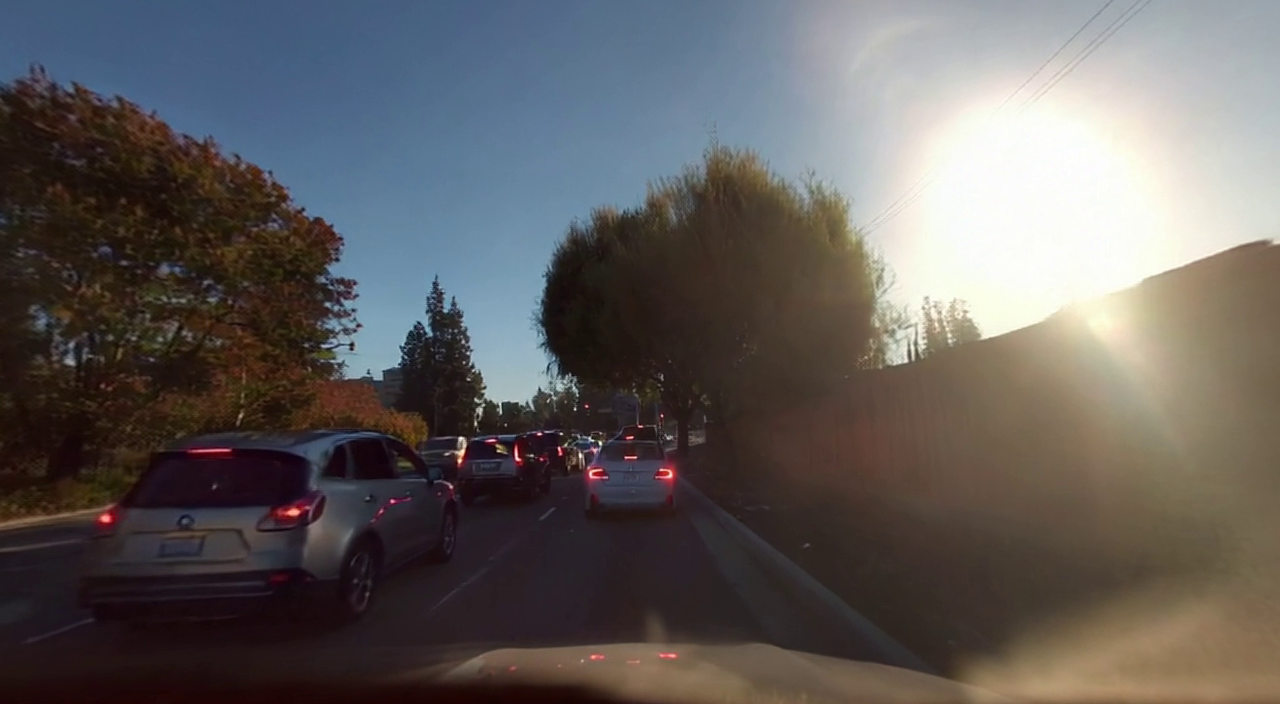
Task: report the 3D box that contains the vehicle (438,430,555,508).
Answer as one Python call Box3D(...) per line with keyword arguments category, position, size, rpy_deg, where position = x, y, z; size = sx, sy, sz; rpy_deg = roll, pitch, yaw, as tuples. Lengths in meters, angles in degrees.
Box3D(category="vehicle", position=(-3.226, 2.698, 14.902), size=(1.850, 1.582, 3.688), rpy_deg=(0, -8, 1))

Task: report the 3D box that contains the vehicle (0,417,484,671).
Box3D(category="vehicle", position=(-3.155, 1.511, 6.196), size=(1.980, 1.520, 4.636), rpy_deg=(0, -8, 1))

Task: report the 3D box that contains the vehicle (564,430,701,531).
Box3D(category="vehicle", position=(-0.131, 2.167, 11.167), size=(1.995, 1.460, 3.865), rpy_deg=(0, -8, -1))
